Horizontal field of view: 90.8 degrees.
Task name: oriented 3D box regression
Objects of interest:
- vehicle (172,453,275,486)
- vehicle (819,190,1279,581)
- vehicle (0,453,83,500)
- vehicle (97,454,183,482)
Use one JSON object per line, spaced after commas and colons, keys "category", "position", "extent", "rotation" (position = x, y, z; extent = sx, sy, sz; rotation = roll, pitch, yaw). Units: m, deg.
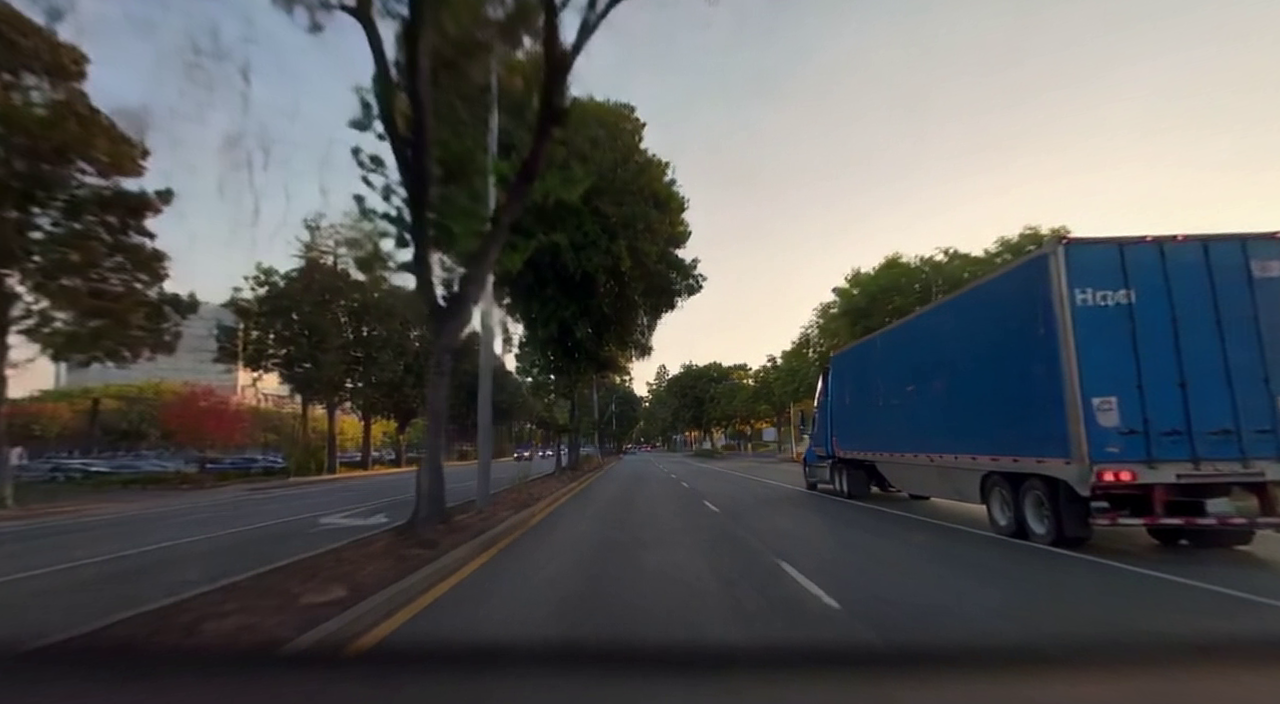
{"category": "vehicle", "position": [-25.412, 7.122, 38.647], "extent": [4.900, 1.808, 2.103], "rotation": [7, -11, -39]}
{"category": "vehicle", "position": [6.690, 1.090, 11.817], "extent": [3.120, 3.794, 11.510], "rotation": [0, -9, -1]}
{"category": "vehicle", "position": [-26.075, 5.124, 25.780], "extent": [2.090, 1.772, 5.499], "rotation": [-2, -10, -6]}
{"category": "vehicle", "position": [-37.662, 8.709, 47.720], "extent": [4.621, 1.820, 2.083], "rotation": [1, -9, -19]}
